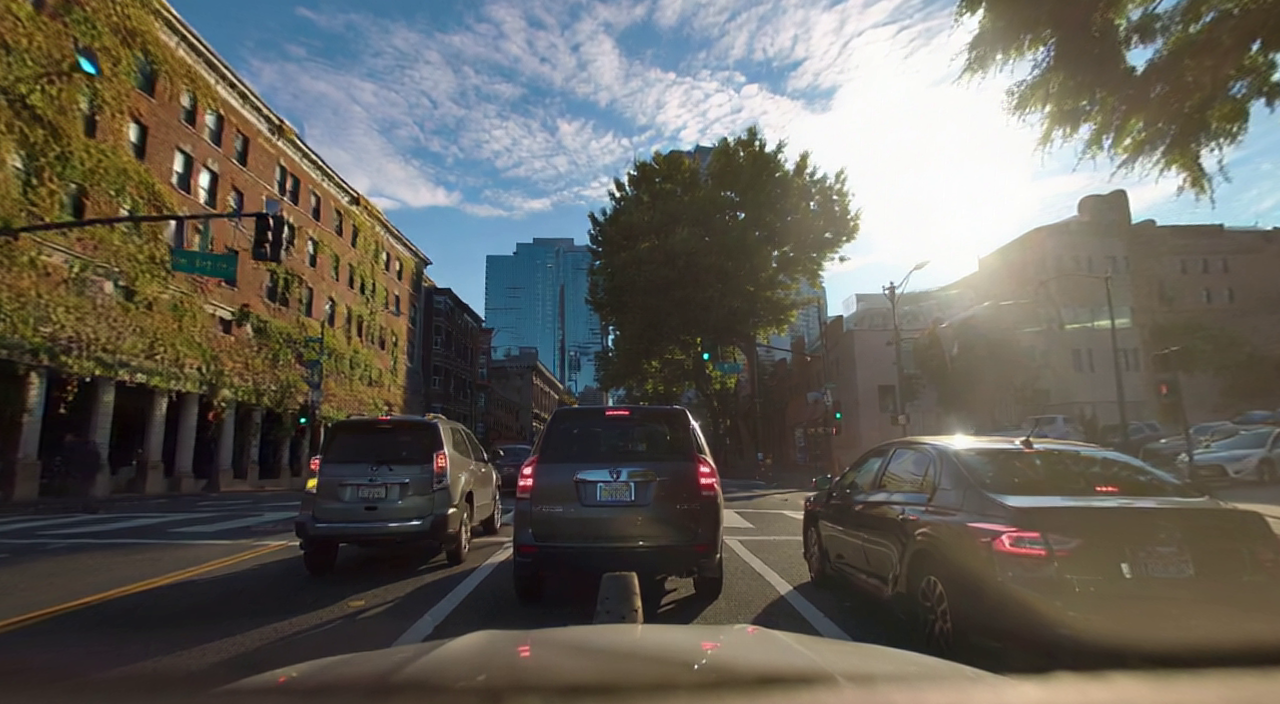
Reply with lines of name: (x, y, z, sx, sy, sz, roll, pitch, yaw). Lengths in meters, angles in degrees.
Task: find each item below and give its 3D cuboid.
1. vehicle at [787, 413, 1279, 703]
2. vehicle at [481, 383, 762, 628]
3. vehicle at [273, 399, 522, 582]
vehicle: (2.582, 1.307, 4.804, 1.852, 1.462, 4.155, 0, -8, -1)
vehicle: (-0.127, 1.492, 7.109, 2.105, 1.842, 4.537, 0, -8, 0)
vehicle: (-2.826, 1.703, 8.533, 1.855, 1.812, 4.244, 0, -8, -3)
